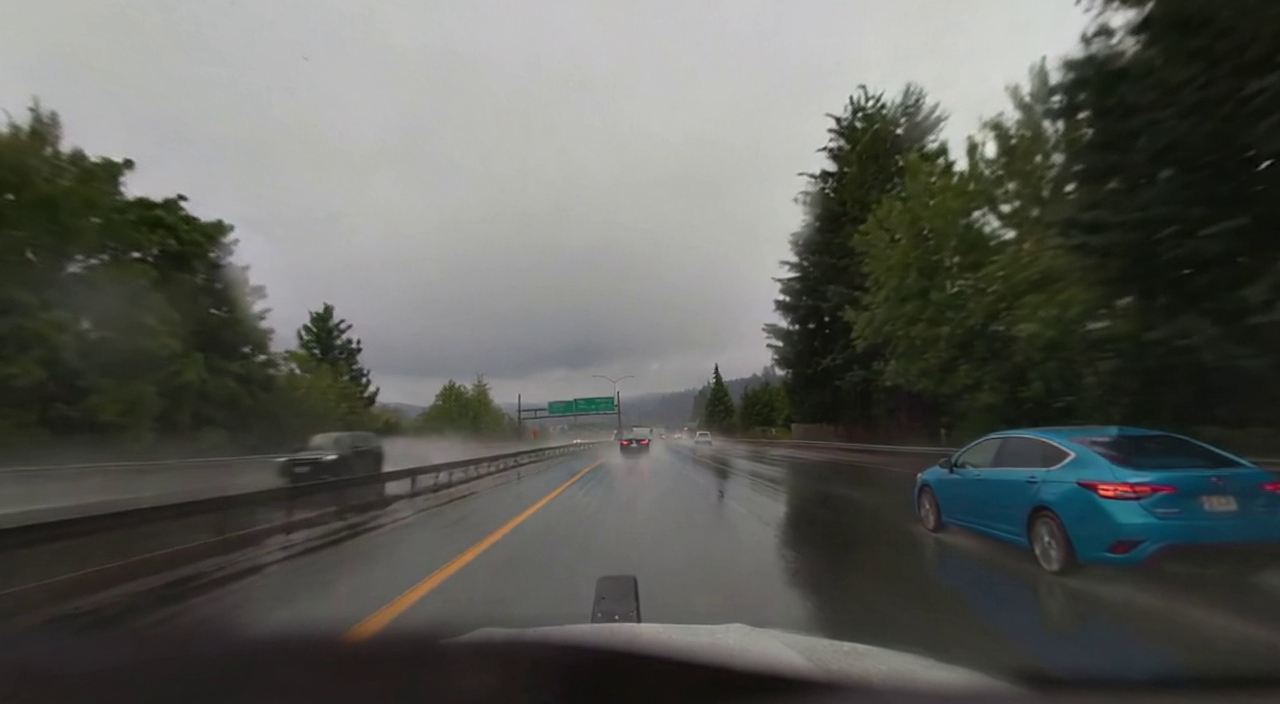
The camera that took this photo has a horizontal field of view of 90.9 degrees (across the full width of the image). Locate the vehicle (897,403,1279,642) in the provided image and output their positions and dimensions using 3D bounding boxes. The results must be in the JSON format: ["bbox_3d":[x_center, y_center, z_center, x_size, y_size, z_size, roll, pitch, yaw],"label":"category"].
[{"bbox_3d":[4.521,1.368,6.213,1.981,1.467,4.459,0,-8,-2],"label":"vehicle"}]

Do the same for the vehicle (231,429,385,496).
[{"bbox_3d":[-9.506,3.172,18.609,2.128,1.691,4.589,0,-8,-1],"label":"vehicle"}]

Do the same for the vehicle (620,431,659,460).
[{"bbox_3d":[-0.027,5.199,35.110,2.046,1.526,3.903,0,-8,0],"label":"vehicle"}]
